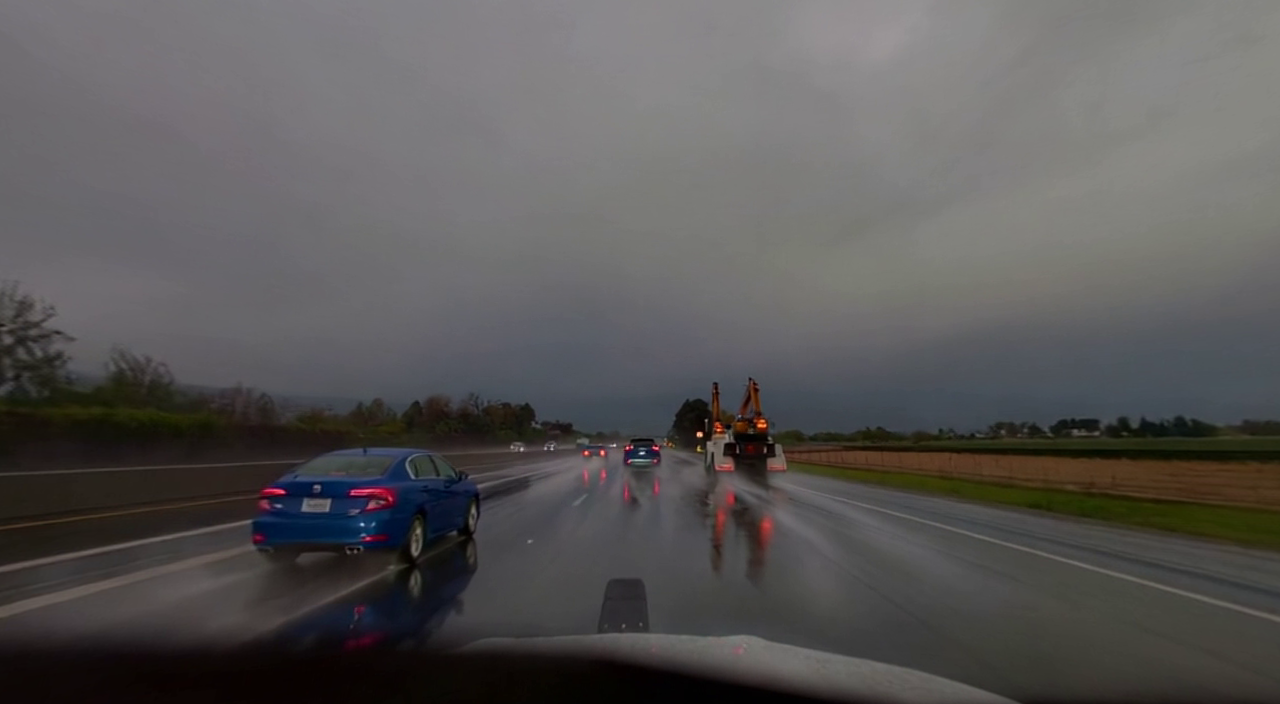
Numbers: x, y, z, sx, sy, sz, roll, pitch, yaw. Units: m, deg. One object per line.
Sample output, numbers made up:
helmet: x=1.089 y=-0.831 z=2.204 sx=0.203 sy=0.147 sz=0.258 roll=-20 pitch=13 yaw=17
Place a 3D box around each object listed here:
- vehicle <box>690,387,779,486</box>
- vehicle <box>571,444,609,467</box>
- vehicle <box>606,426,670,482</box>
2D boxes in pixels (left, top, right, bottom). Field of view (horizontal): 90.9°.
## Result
vehicle: x=4.057 y=3.993 z=29.441 sx=2.793 sy=3.828 sz=9.580 roll=0 pitch=-8 yaw=1
vehicle: x=-3.233 y=6.832 z=41.826 sx=2.096 sy=1.469 sz=4.319 roll=0 pitch=-8 yaw=1
vehicle: x=-0.056 y=4.041 z=25.173 sx=2.308 sy=1.993 sz=4.631 roll=0 pitch=-8 yaw=1
